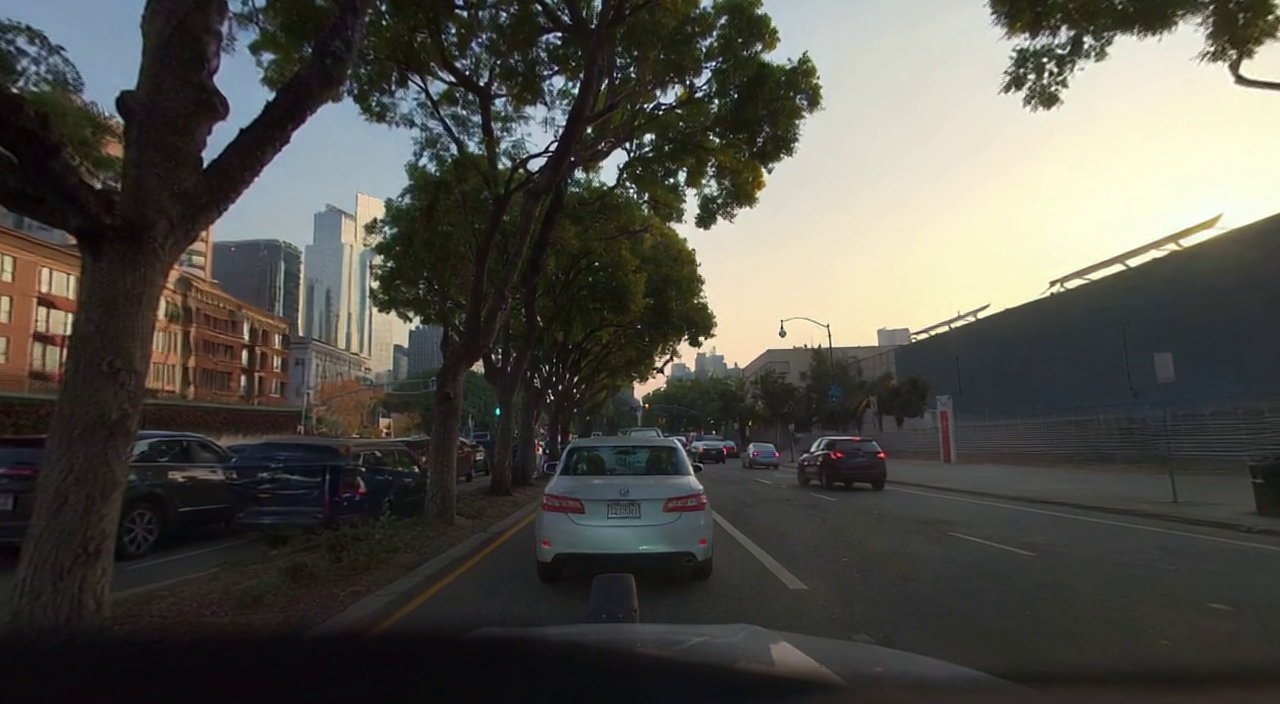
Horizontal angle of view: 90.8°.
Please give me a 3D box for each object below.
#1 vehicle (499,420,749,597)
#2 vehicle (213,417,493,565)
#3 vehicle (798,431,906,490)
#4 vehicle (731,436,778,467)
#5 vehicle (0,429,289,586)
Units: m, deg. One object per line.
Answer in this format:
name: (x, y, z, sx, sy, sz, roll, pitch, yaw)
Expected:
vehicle: (-0.170, 1.673, 7.633, 2.161, 1.501, 4.184, 0, -9, -1)
vehicle: (-3.719, 1.876, 9.283, 2.009, 1.619, 4.376, 0, -9, 1)
vehicle: (6.409, 3.323, 19.612, 1.895, 1.633, 4.030, 0, -9, -1)
vehicle: (6.617, 5.804, 36.799, 1.889, 1.681, 4.120, 0, -9, -1)
vehicle: (-6.934, 1.853, 8.439, 1.860, 1.491, 4.586, 0, -9, 0)
